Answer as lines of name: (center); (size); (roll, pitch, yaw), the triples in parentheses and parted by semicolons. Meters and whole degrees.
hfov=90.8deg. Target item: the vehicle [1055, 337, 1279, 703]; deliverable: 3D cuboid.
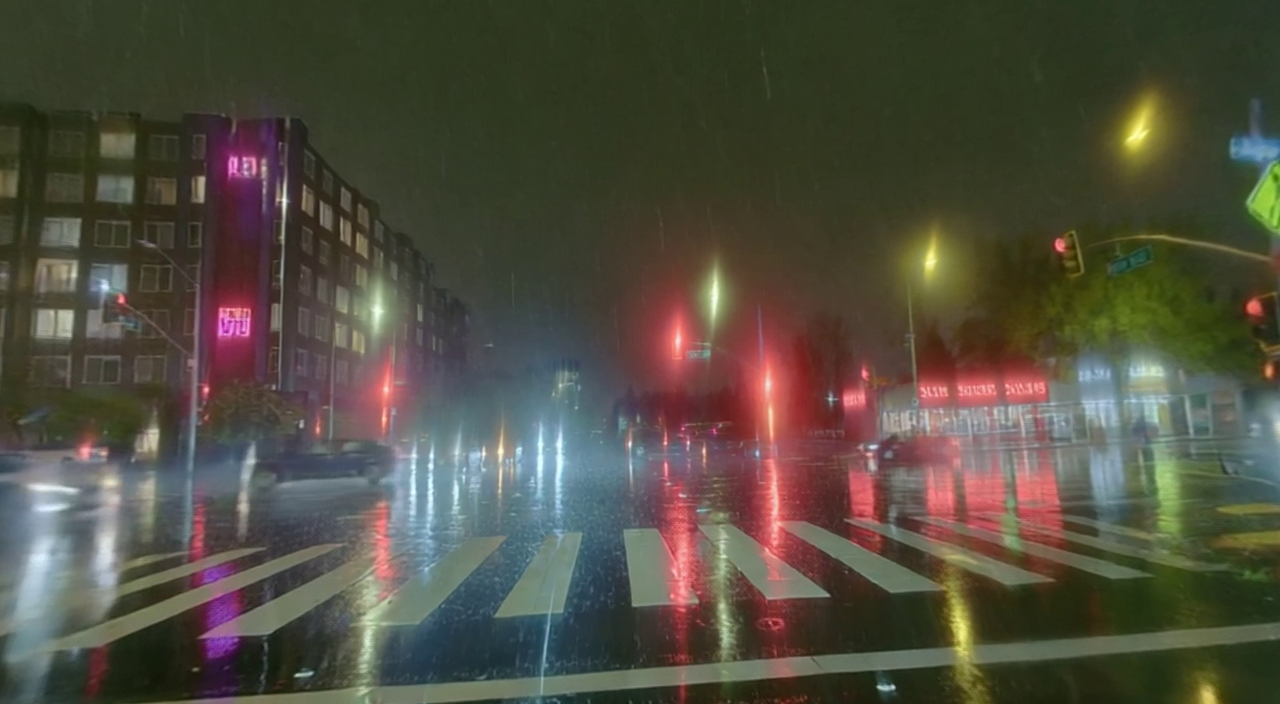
vehicle: (3.017, 0.609, 0.869); (1.866, 1.654, 4.354); (0, -8, 0)

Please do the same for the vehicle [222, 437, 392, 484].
vehicle: (-11.023, 3.611, 21.232); (4.643, 1.476, 1.820); (1, -9, -8)

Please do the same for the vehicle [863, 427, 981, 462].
vehicle: (12.412, 4.086, 27.955); (4.475, 1.458, 1.681); (1, -9, -7)

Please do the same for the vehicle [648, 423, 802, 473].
vehicle: (2.688, 3.108, 20.540); (4.612, 1.521, 1.811); (1, -9, -9)

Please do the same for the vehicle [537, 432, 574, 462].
vehicle: (-5.105, 5.803, 38.679); (1.976, 1.683, 4.117); (0, -8, -4)

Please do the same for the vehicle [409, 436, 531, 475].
vehicle: (-6.629, 4.072, 25.056); (4.461, 1.443, 1.715); (1, -9, -9)

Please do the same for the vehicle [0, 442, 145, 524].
vehicle: (-13.001, 2.526, 12.404); (4.758, 1.480, 1.849); (1, -8, -8)
